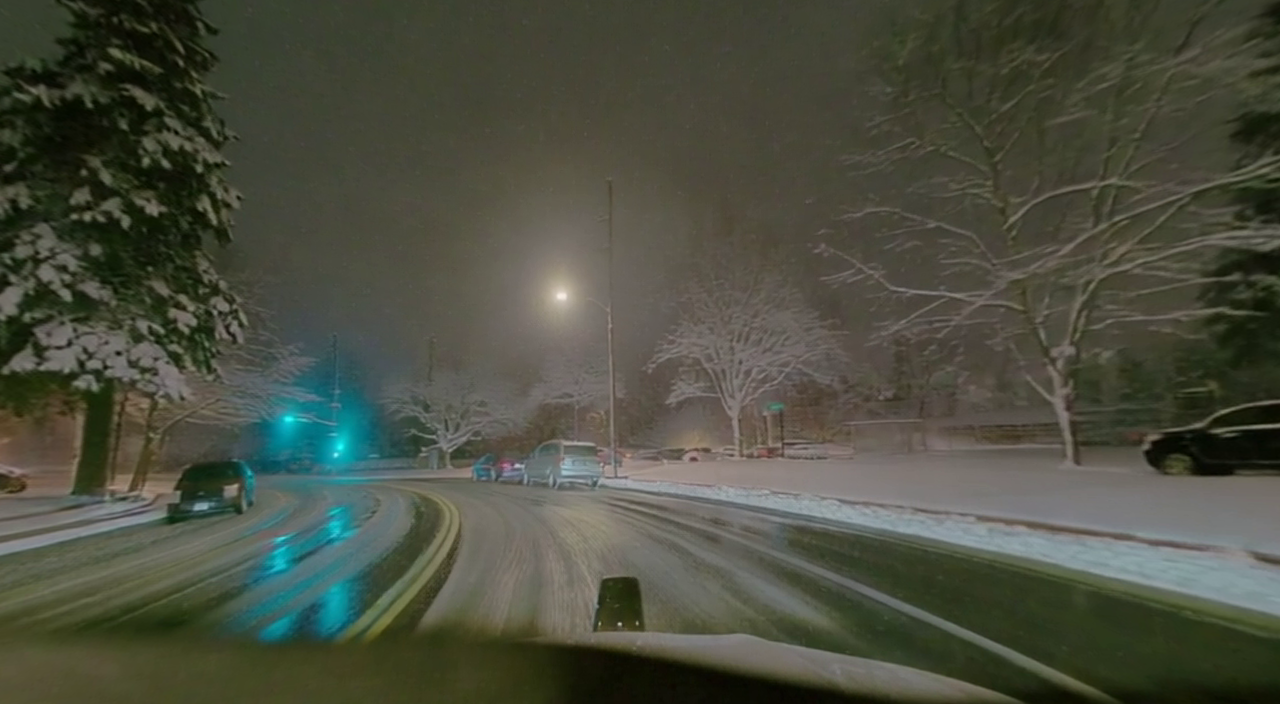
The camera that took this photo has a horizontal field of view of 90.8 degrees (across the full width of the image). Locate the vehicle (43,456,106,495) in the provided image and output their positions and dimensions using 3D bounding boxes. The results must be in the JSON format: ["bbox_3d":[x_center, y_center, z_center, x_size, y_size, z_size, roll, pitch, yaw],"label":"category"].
[{"bbox_3d":[-42.070,9.071,46.961,5.472,2.223,2.382,-3,-5,37],"label":"vehicle"}]

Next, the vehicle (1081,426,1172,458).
[{"bbox_3d":[30.010,5.547,39.048,4.251,1.666,2.136,-7,-5,39],"label":"vehicle"}]

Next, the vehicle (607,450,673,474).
[{"bbox_3d":[0.056,7.005,40.529,2.218,1.373,4.156,-7,-10,35],"label":"vehicle"}]

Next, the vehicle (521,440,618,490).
[{"bbox_3d":[-2.956,4.475,25.509,2.289,1.785,4.944,4,-9,-26],"label":"vehicle"}]

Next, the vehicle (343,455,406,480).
[{"bbox_3d":[-17.985,7.774,42.721,4.713,1.508,1.884,-7,-11,40],"label":"vehicle"}]

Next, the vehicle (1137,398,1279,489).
[{"bbox_3d":[12.604,1.785,12.350,4.248,1.657,1.940,-5,-10,32],"label":"vehicle"}]

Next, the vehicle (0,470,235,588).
[{"bbox_3d":[-9.335,2.622,9.696,2.876,1.170,6.732,-3,-8,-10],"label":"vehicle"}]

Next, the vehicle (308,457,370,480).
[{"bbox_3d":[-22.010,8.431,46.079,4.789,1.509,2.016,-6,-11,37],"label":"vehicle"}]

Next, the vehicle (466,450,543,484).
[{"bbox_3d":[-6.919,5.751,31.918,2.066,1.509,4.579,6,-10,-36],"label":"vehicle"}]
